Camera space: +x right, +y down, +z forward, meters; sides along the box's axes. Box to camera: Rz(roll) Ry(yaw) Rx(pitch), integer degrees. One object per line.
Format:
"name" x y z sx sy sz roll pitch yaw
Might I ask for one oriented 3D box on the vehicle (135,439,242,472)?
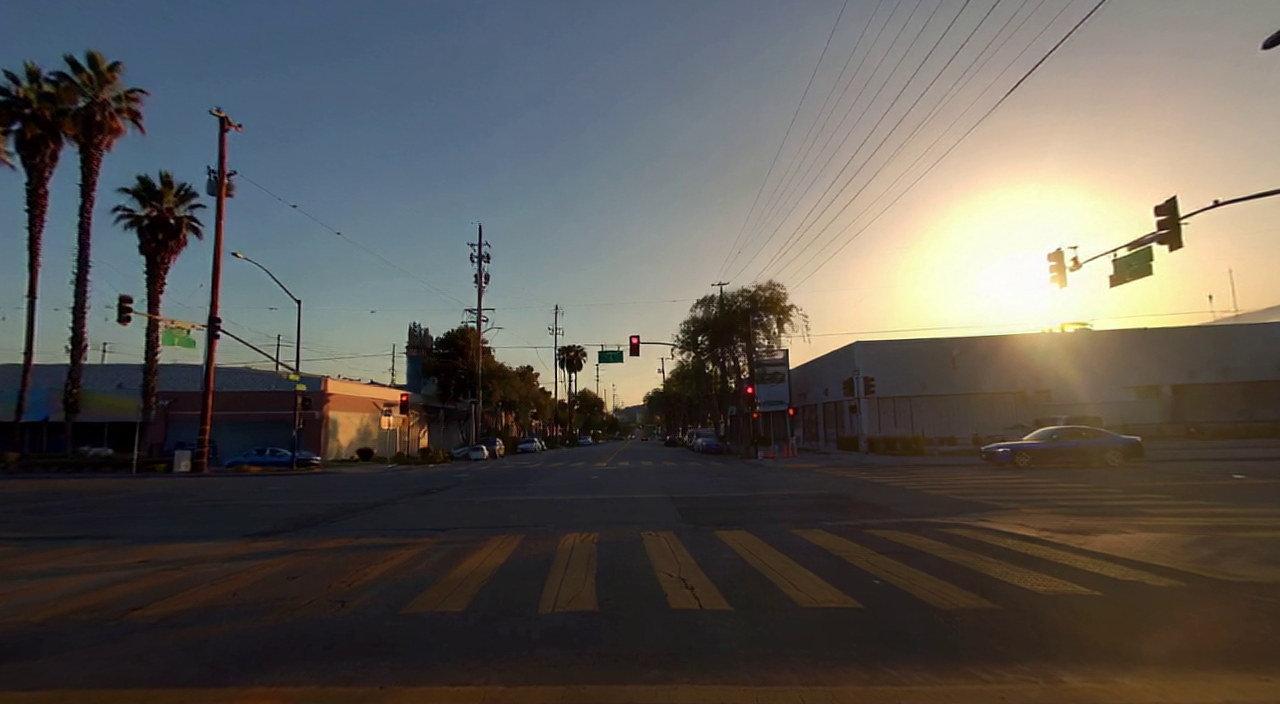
"vehicle" -25.914 5.953 36.358 4.613 1.820 2.021 -1 -8 4

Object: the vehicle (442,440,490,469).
"vehicle" -11.972 7.025 43.700 2.016 1.717 4.287 0 -6 1

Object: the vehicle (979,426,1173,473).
"vehicle" 14.375 3.254 21.100 4.918 1.479 1.897 -1 -9 7

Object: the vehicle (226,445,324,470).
"vehicle" -22.316 6.454 38.757 4.849 1.444 1.881 0 -8 2
